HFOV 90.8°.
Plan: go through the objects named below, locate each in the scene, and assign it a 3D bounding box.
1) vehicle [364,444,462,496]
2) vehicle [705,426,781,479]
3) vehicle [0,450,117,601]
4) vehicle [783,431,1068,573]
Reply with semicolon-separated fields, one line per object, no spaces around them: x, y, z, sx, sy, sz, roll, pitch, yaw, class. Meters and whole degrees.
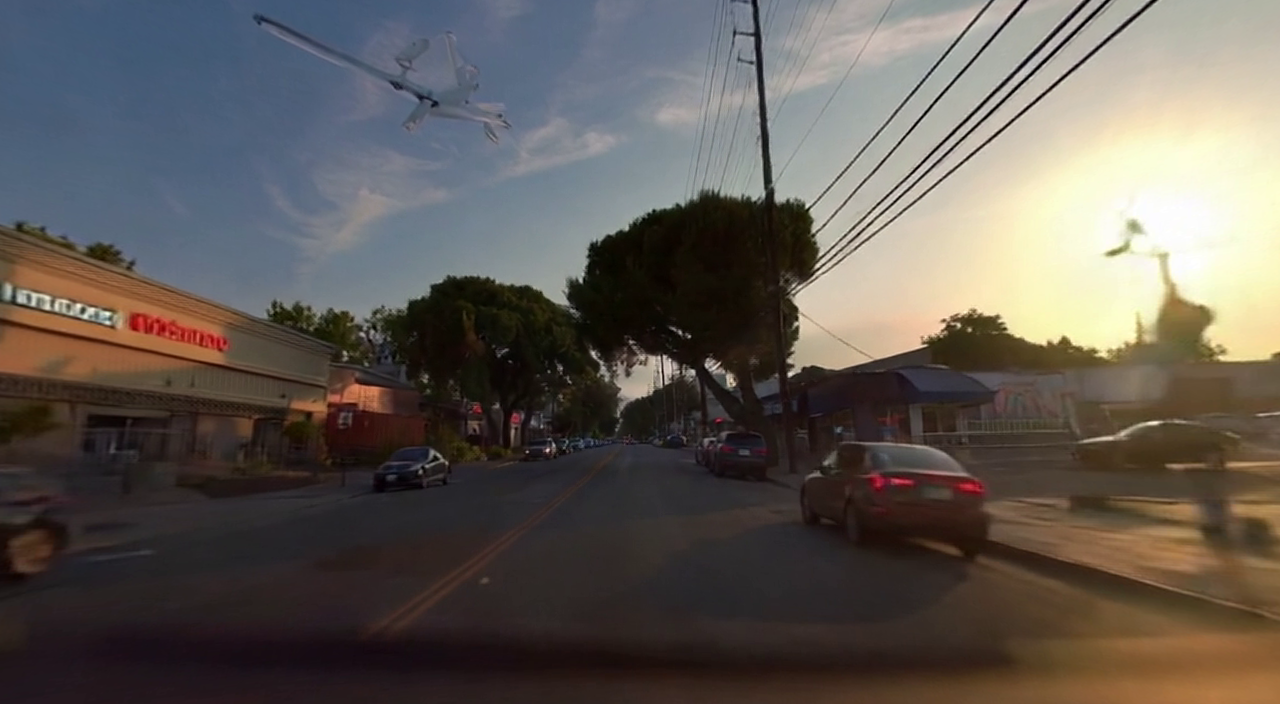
-7.802;4.045;22.147;1.872;1.455;4.350;-4;-8;-1;vehicle
4.002;3.997;25.418;2.080;1.893;4.699;0;-8;-3;vehicle
-7.720;1.844;6.170;1.787;1.543;4.052;-3;-7;0;vehicle
3.648;1.978;9.279;1.990;1.521;4.693;0;-8;0;vehicle
